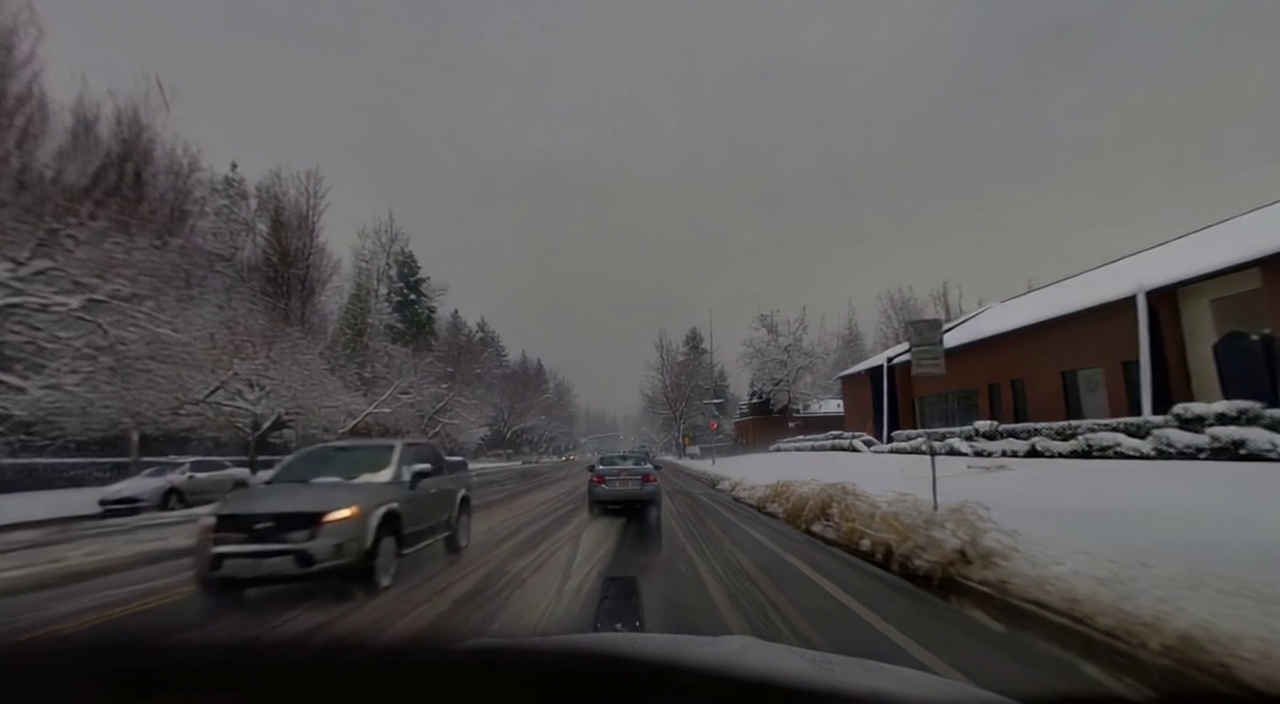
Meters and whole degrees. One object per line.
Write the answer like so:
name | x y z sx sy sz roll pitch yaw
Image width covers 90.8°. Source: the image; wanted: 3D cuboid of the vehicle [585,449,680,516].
vehicle | -0.179 3.293 16.369 2.116 1.479 4.358 0 -10 0

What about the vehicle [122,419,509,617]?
vehicle | -3.316 1.839 7.940 2.294 1.695 4.792 0 -10 0
